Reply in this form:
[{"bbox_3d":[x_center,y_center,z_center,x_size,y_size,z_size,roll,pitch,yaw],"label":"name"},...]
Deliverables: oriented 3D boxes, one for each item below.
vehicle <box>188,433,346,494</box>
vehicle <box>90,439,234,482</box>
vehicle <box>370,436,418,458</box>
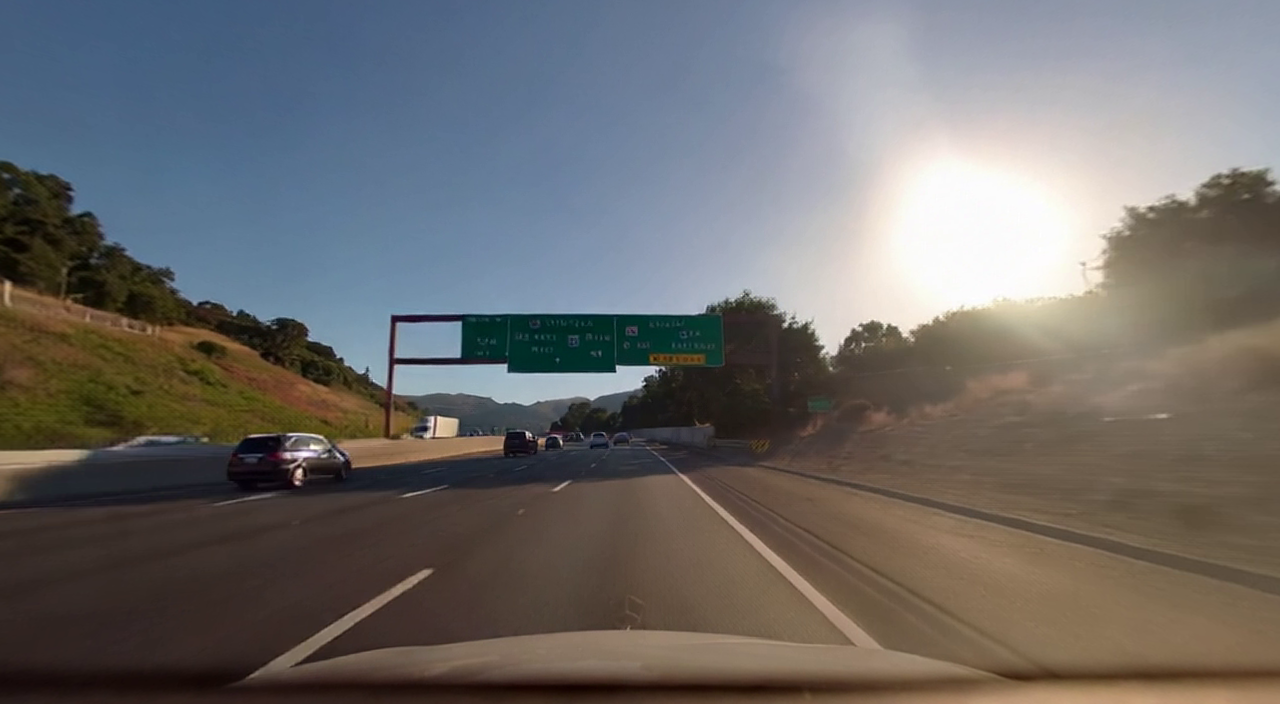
[{"bbox_3d":[-11.139,3.352,19.245,2.001,1.625,4.528,0,-8,1],"label":"vehicle"},{"bbox_3d":[-18.200,4.122,24.239,1.909,1.482,4.647,0,-8,0],"label":"vehicle"},{"bbox_3d":[-18.357,7.086,46.990,1.889,1.546,4.305,0,-8,0],"label":"vehicle"}]
